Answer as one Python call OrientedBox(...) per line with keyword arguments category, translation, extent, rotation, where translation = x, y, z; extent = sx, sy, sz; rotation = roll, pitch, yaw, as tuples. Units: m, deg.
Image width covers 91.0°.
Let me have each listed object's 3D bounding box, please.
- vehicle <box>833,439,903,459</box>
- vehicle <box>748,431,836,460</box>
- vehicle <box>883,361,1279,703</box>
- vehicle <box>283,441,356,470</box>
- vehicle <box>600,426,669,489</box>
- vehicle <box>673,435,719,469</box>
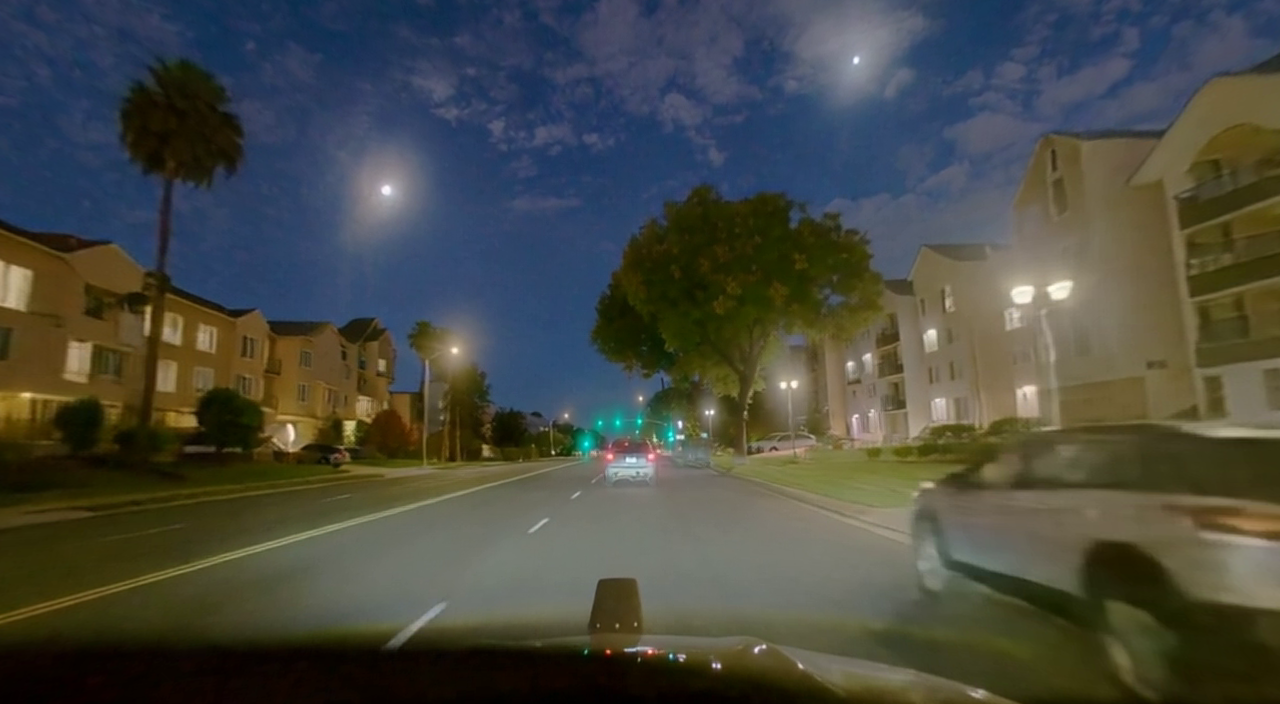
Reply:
OrientedBox(category="vehicle", translation=(16.480, 7.030, 45.629), extent=(4.317, 1.420, 1.828), rotation=(0, -8, 0))
OrientedBox(category="vehicle", translation=(10.876, 6.739, 45.501), extent=(5.709, 2.017, 2.435), rotation=(0, -8, -1))
OrientedBox(category="vehicle", translation=(3.502, 1.150, 4.286), extent=(1.949, 1.685, 4.161), rotation=(0, -8, -1))
OrientedBox(category="vehicle", translation=(-21.414, 6.899, 42.364), extent=(2.196, 1.820, 4.955), rotation=(0, -8, 1))
OrientedBox(category="vehicle", translation=(-0.200, 3.422, 20.733), extent=(1.994, 1.810, 5.057), rotation=(0, -8, -1))
OrientedBox(category="vehicle", translation=(3.408, 6.203, 39.227), extent=(2.416, 1.922, 5.023), rotation=(0, -8, 0))
